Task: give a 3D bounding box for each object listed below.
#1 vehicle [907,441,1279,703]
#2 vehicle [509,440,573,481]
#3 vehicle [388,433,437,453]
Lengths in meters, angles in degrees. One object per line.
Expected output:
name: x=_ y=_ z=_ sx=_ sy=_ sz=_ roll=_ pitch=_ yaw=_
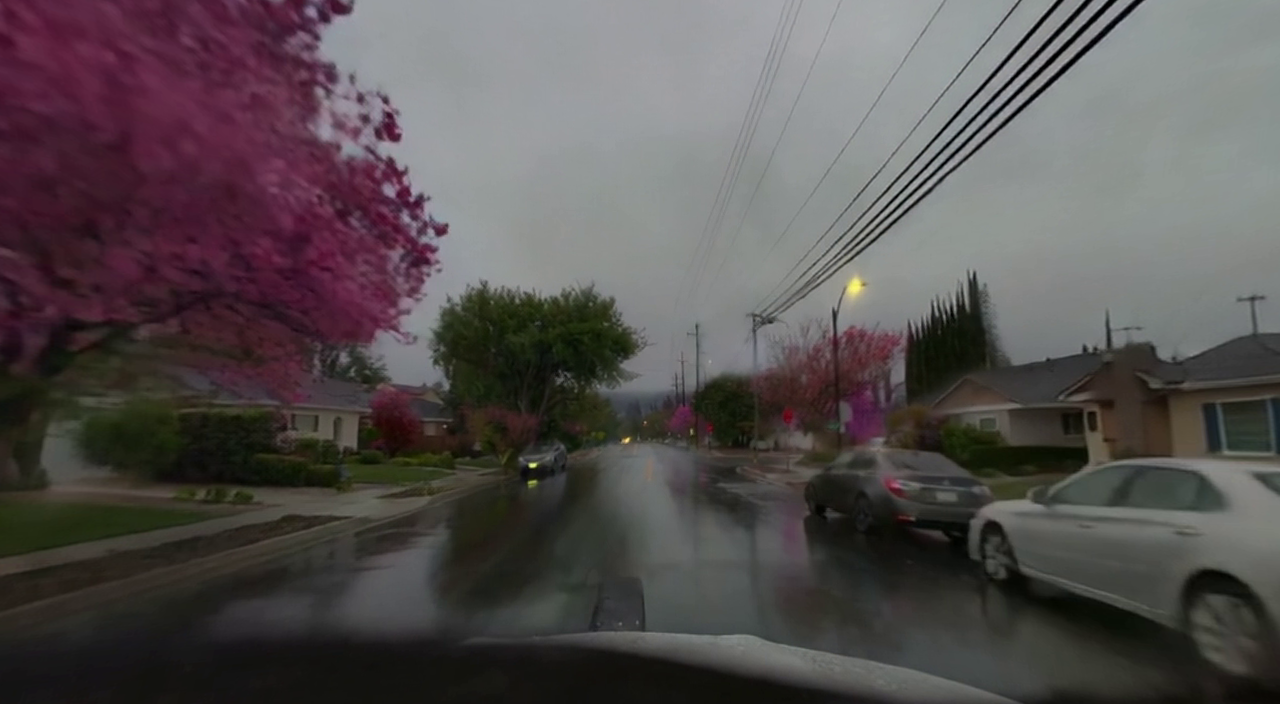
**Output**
vehicle: x=4.235 y=1.462 z=5.036 sx=2.006 sy=1.489 sz=4.753 roll=0 pitch=-8 yaw=-2
vehicle: x=-4.207 y=4.653 z=27.475 sx=1.938 sy=1.508 sz=4.481 roll=0 pitch=-7 yaw=1
vehicle: x=-18.015 y=7.162 z=49.904 sx=1.870 sy=1.492 sz=4.472 roll=8 pitch=-11 yaw=-43
